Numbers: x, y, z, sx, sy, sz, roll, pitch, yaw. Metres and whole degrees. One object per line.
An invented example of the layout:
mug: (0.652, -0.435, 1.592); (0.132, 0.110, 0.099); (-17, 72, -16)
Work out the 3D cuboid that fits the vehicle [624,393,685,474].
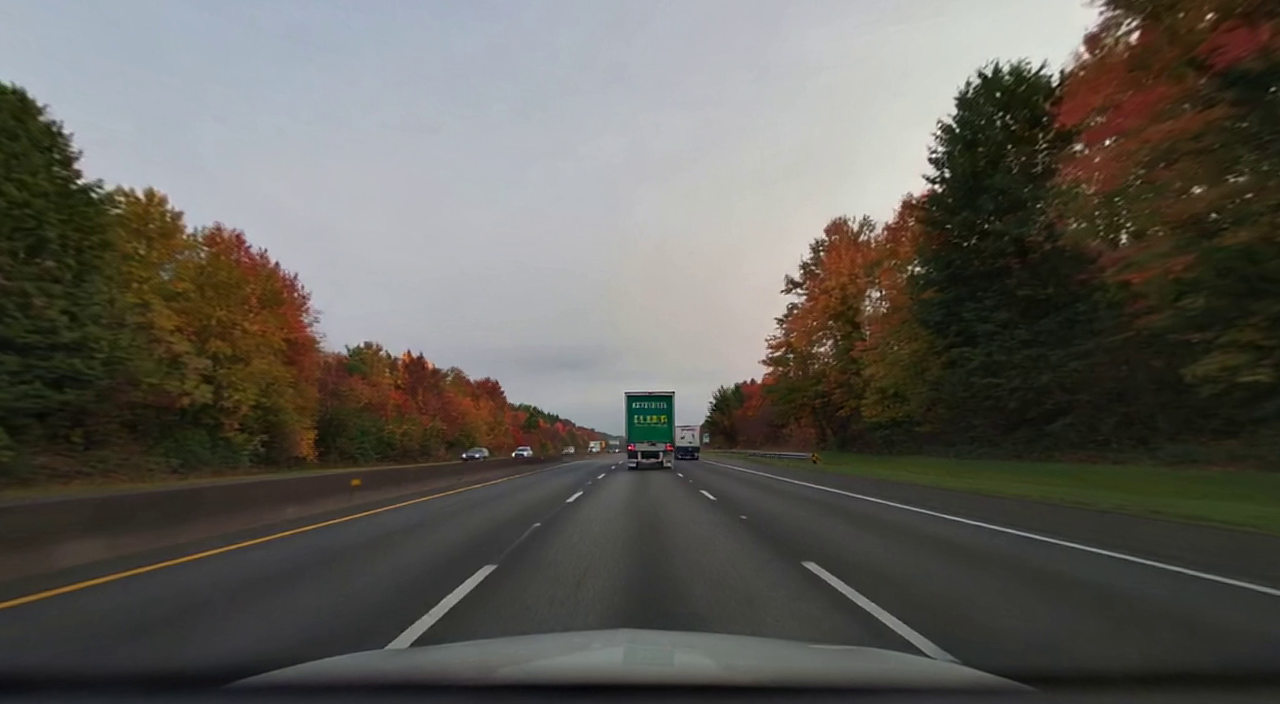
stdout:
vehicle: (0.638, 4.915, 37.149); (3.057, 4.073, 10.792); (0, -9, -1)
